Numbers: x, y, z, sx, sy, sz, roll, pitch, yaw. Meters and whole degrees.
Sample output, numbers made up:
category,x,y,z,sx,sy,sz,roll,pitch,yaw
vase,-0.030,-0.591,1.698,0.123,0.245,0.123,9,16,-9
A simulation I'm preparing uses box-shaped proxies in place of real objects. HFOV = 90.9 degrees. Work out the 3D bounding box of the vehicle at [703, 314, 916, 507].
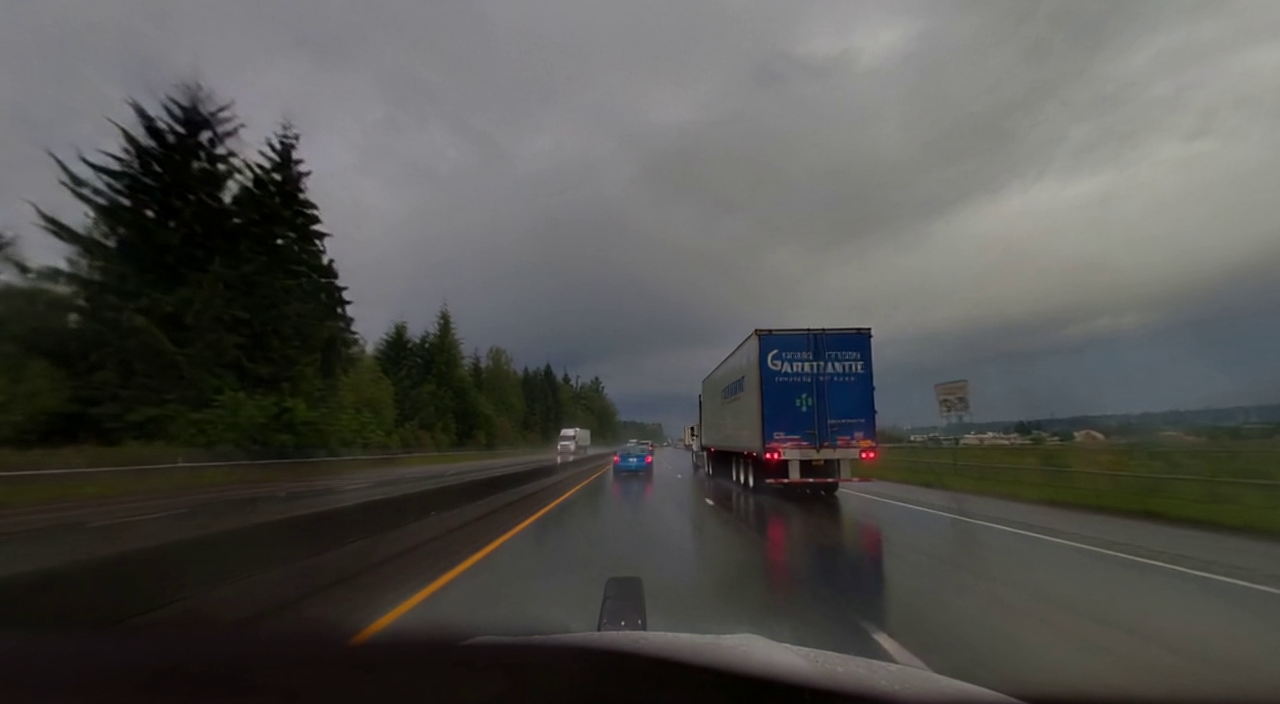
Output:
category,x,y,z,sx,sy,sz,roll,pitch,yaw
vehicle,4.250,2.304,20.456,2.909,4.074,14.457,0,-9,0

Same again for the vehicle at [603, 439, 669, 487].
category,x,y,z,sx,sy,sz,roll,pitch,yaw
vehicle,-0.135,3.806,21.863,2.074,1.475,3.960,0,-9,0
